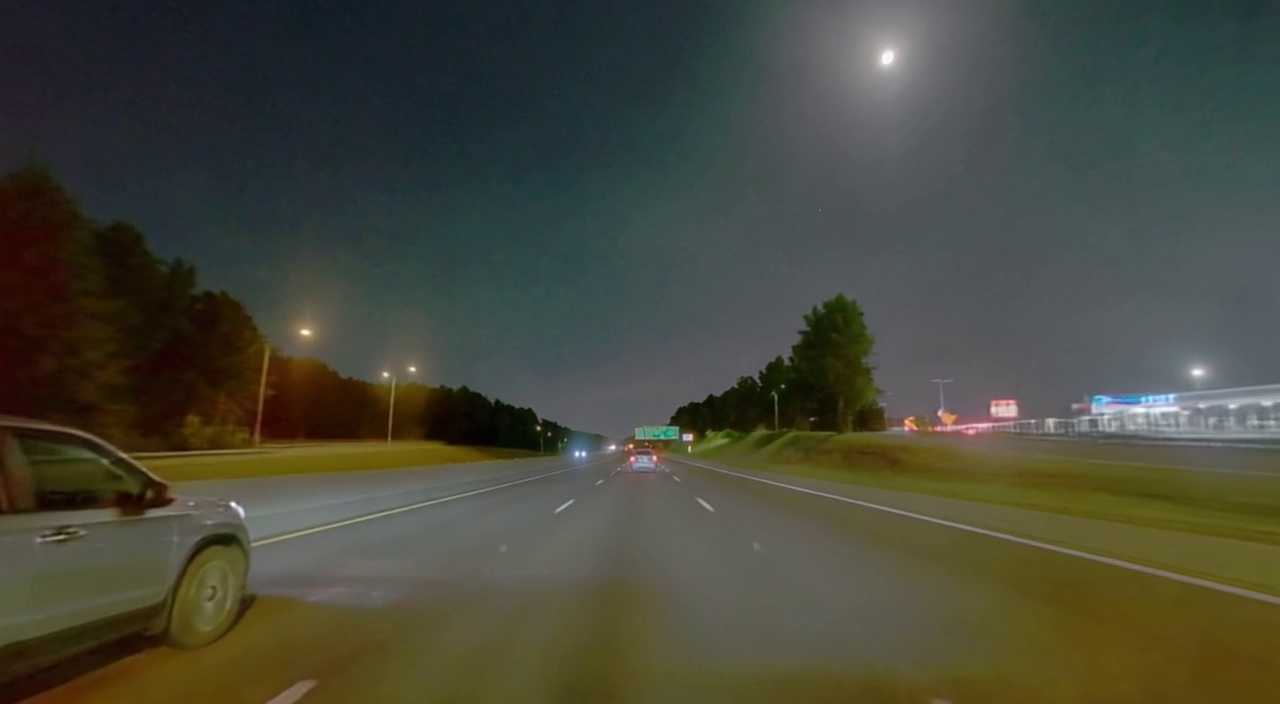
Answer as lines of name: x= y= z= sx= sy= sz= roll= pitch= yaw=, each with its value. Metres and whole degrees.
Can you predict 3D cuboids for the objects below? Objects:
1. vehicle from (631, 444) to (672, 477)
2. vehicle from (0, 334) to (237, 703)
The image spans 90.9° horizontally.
vehicle: x=0.612 y=6.032 z=35.173 sx=2.087 sy=1.682 sz=4.388 roll=0 pitch=-9 yaw=0
vehicle: x=-3.894 y=0.714 z=1.984 sx=2.139 sy=1.804 sz=4.611 roll=0 pitch=-9 yaw=0
